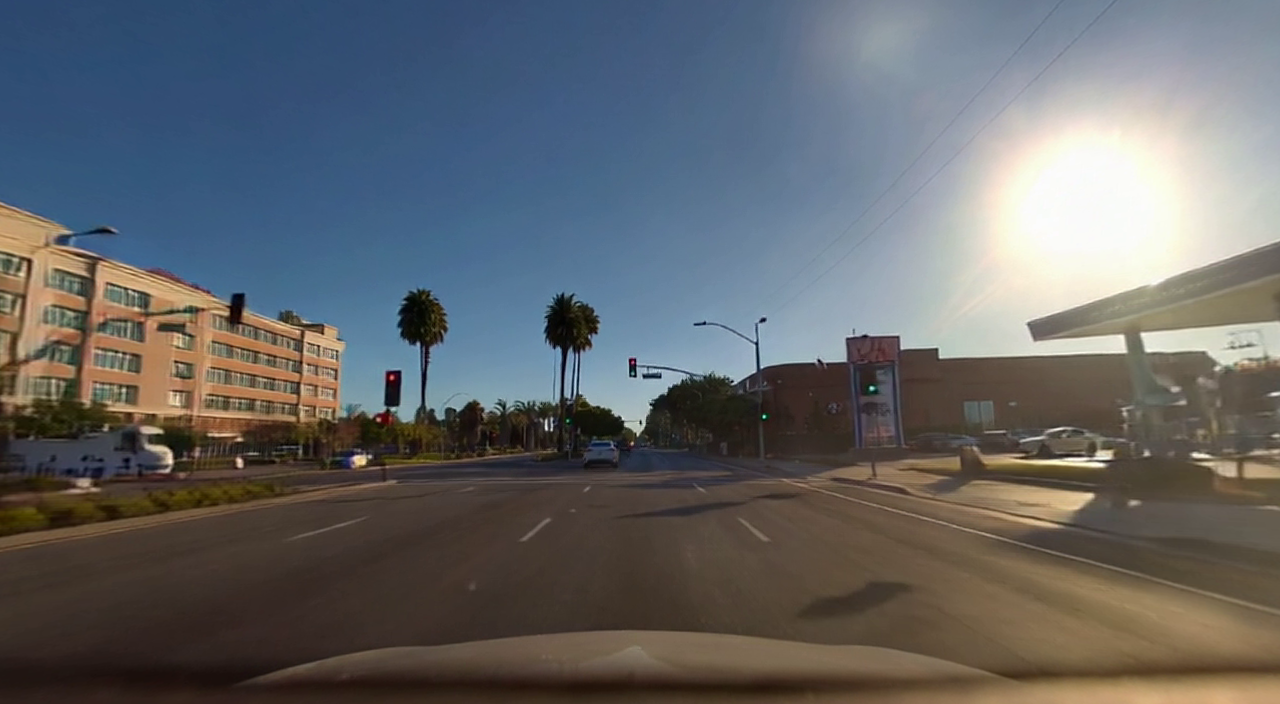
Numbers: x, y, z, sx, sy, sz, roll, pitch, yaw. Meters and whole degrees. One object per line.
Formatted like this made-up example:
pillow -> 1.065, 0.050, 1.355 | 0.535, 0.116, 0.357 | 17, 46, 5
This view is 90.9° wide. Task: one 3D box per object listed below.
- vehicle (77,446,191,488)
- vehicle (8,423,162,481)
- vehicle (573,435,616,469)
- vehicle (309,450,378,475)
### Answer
vehicle -> -28.141, 6.359, 35.146 | 4.597, 1.952, 2.040 | -3, -7, -1
vehicle -> -36.119, 6.503, 41.226 | 7.179, 3.622, 2.857 | 0, -8, 0
vehicle -> -2.452, 5.574, 35.326 | 2.011, 1.756, 4.478 | 0, -8, 1
vehicle -> -21.614, 8.066, 46.144 | 1.988, 1.717, 4.403 | -4, -9, 20
